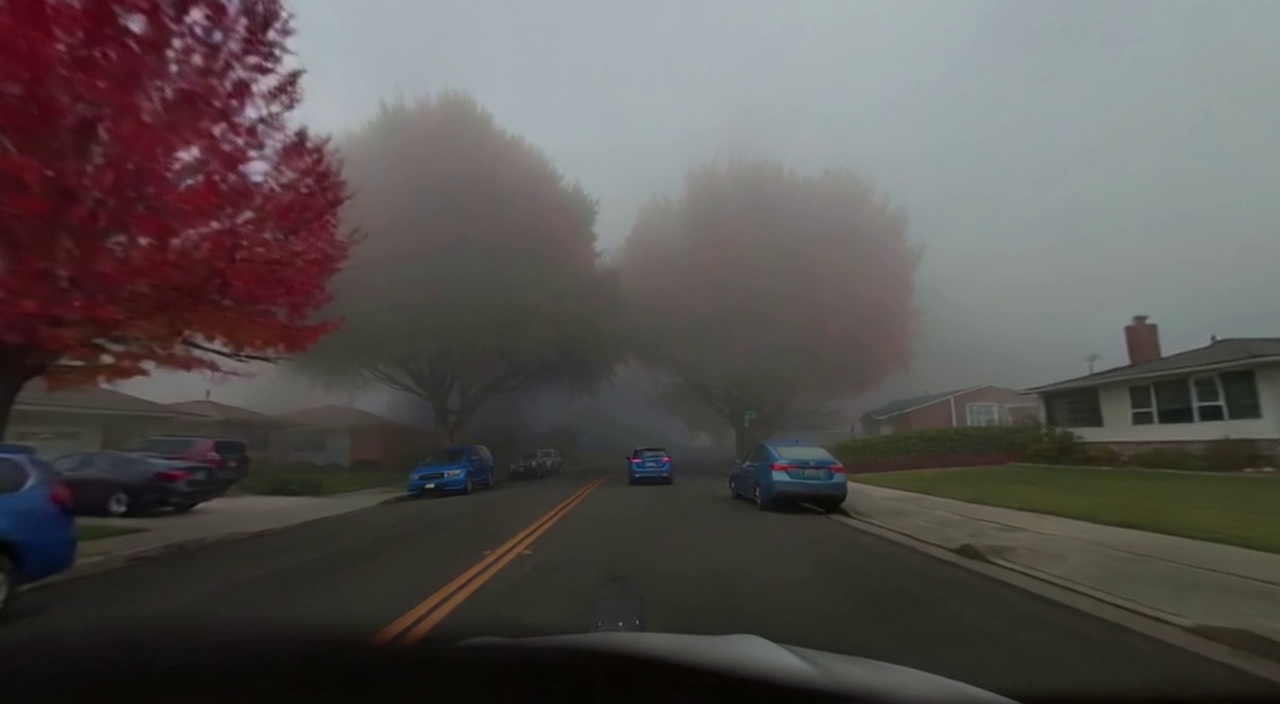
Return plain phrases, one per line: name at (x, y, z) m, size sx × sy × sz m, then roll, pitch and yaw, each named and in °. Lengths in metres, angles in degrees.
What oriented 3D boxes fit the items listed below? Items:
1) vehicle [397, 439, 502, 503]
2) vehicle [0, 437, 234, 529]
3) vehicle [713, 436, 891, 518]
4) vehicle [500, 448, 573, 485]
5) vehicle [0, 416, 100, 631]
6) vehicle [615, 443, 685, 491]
vehicle at (-6.440, 4.067, 21.997) m, size 2.235 × 1.851 × 4.662 m, roll -2°, pitch -9°, yaw 0°
vehicle at (-12.734, 3.118, 15.330) m, size 4.461 × 1.717 × 1.936 m, roll -4°, pitch -7°, yaw -4°
vehicle at (3.327, 2.697, 14.181) m, size 2.429 × 1.502 × 4.474 m, roll 1°, pitch -9°, yaw -5°
vehicle at (-5.562, 6.210, 34.605) m, size 2.641 × 1.747 × 4.738 m, roll -4°, pitch -9°, yaw 7°
vehicle at (-6.444, 1.282, 3.812) m, size 2.254 × 1.773 × 4.795 m, roll -3°, pitch -8°, yaw -2°
vehicle at (0.429, 3.951, 22.034) m, size 2.192 × 1.474 × 4.192 m, roll -1°, pitch -9°, yaw 3°
